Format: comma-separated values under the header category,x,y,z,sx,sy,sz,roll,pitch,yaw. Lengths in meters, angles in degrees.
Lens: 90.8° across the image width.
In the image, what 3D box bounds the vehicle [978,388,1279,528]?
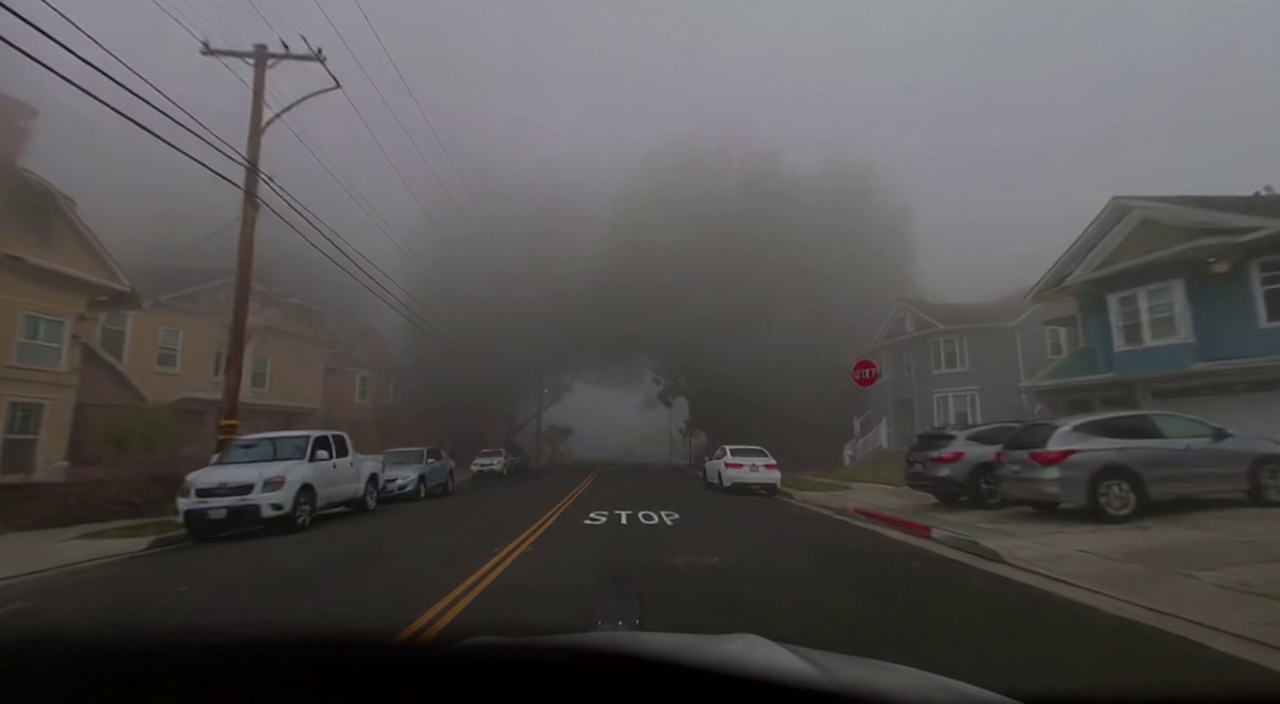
category,x,y,z,sx,sy,sz,roll,pitch,yaw
vehicle,8.378,1.651,10.167,4.507,1.939,2.304,0,-8,-4

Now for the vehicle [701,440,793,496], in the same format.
category,x,y,z,sx,sy,sz,roll,pitch,yaw
vehicle,3.232,3.615,20.264,1.963,1.536,5.446,0,-8,0

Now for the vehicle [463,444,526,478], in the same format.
category,x,y,z,sx,sy,sz,roll,pitch,yaw
vehicle,-6.999,5.289,30.959,2.056,1.481,4.451,0,-8,0

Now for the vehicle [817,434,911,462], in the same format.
category,x,y,z,sx,sy,sz,roll,pitch,yaw
vehicle,16.422,7.071,46.575,6.022,1.953,2.250,0,-8,0

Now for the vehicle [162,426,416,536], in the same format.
category,x,y,z,sx,sy,sz,roll,pitch,yaw
vehicle,-6.640,2.486,12.955,2.136,1.757,5.365,0,-8,0
